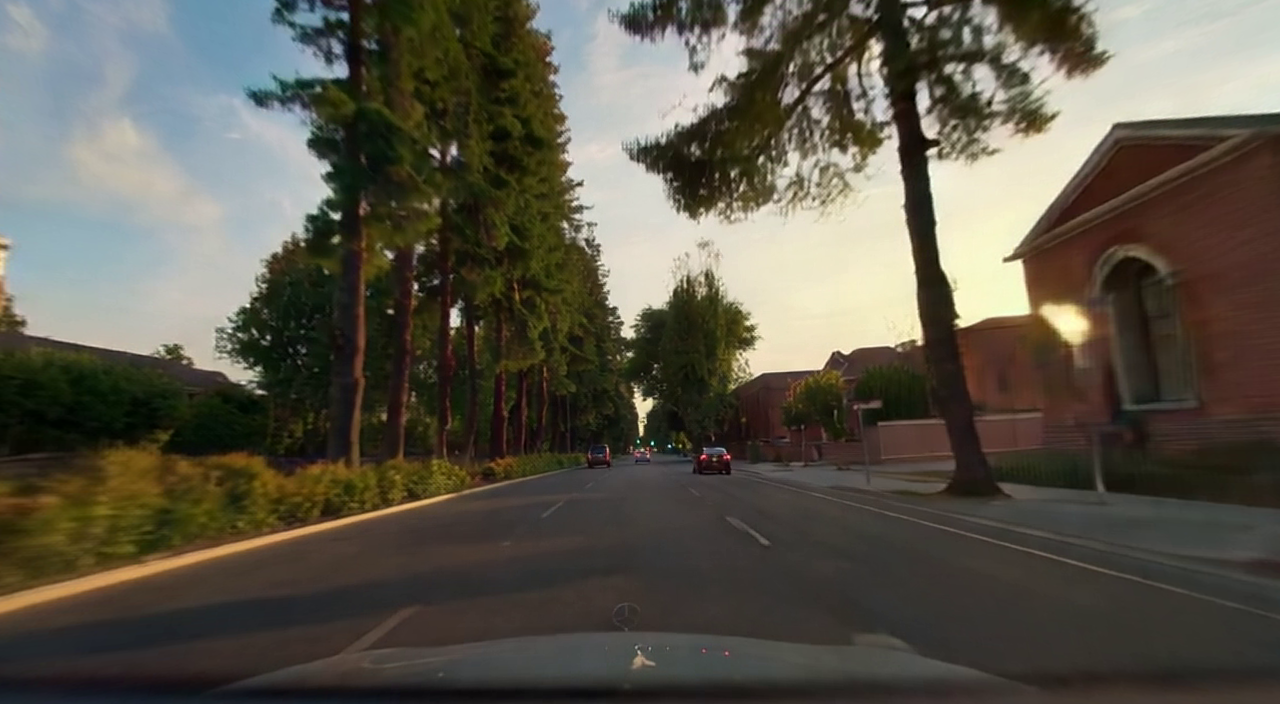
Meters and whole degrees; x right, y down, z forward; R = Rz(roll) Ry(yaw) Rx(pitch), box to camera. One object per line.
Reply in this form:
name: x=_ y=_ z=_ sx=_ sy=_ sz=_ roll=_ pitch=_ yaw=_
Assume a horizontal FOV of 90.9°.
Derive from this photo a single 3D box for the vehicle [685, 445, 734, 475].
vehicle: x=3.992 y=6.271 z=36.846 sx=2.237 sy=1.578 sz=4.621 roll=0 pitch=-8 yaw=-1
